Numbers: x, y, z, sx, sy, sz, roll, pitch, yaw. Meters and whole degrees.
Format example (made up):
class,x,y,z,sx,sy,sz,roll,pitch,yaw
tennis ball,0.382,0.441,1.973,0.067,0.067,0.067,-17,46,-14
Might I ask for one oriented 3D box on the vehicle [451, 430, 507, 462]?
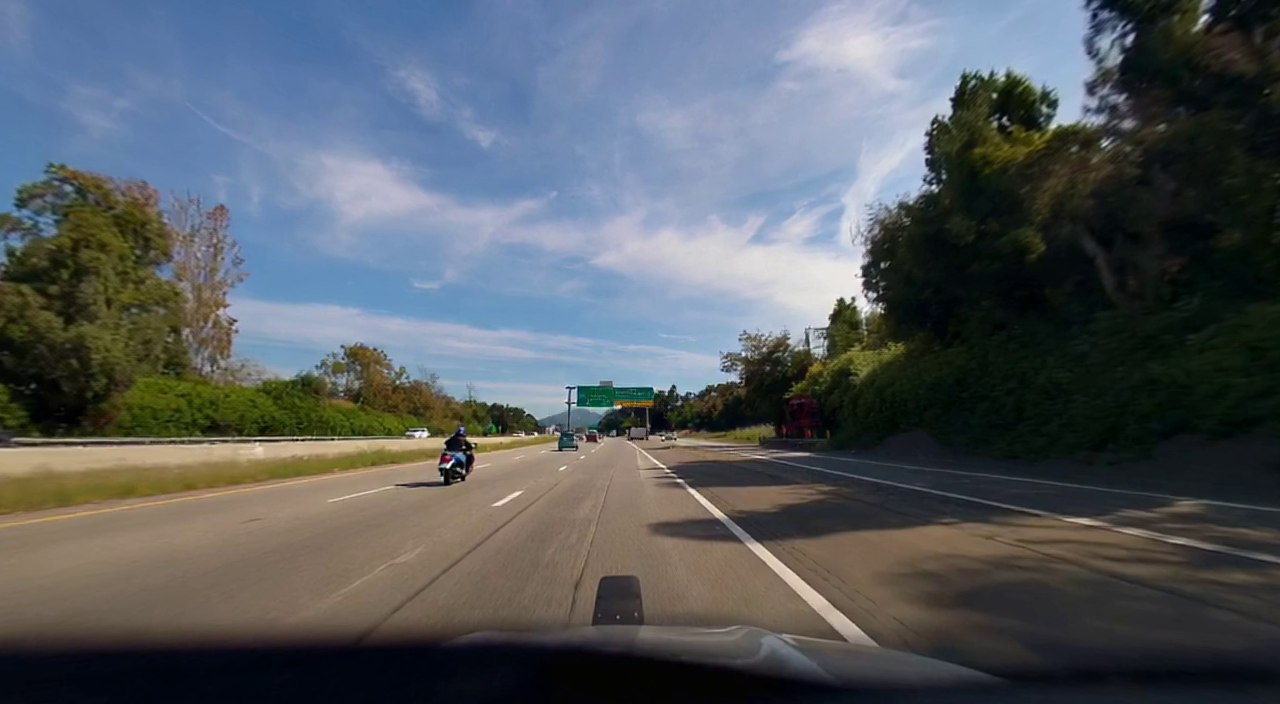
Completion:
class,x,y,z,sx,sy,sz,roll,pitch,yaw
vehicle,-8.419,4.941,33.320,1.965,1.605,4.115,0,-8,-2

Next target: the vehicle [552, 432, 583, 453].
class,x,y,z,sx,sy,sz,roll,pitch,yaw
vehicle,-5.525,6.949,48.546,1.958,1.580,3.961,0,-8,0
